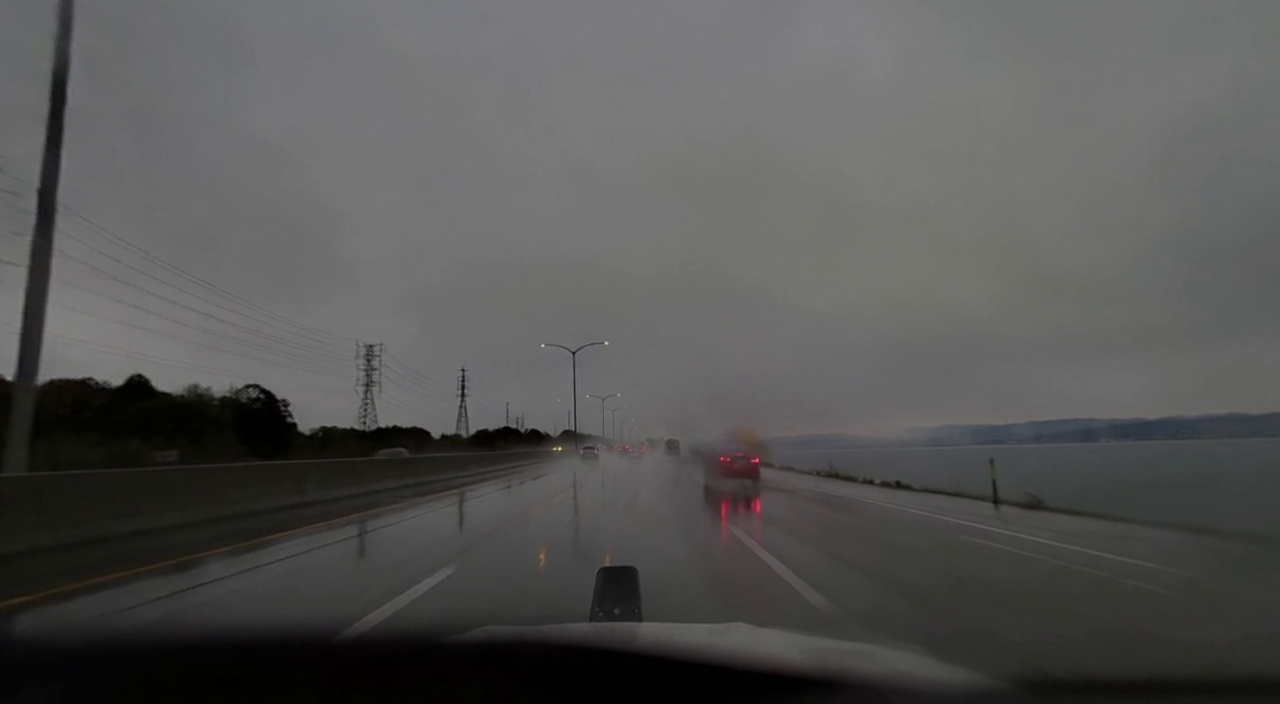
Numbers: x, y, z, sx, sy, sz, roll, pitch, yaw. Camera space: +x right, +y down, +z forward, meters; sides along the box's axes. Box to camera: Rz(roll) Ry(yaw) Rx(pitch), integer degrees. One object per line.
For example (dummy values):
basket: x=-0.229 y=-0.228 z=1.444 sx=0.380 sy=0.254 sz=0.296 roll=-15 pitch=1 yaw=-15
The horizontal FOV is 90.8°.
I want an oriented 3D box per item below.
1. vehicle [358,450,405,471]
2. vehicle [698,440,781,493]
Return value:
vehicle: x=-19.277 y=8.064 z=47.309 sx=1.755 sy=1.447 sz=4.176 roll=0 pitch=-9 yaw=0
vehicle: x=3.085 y=3.647 z=20.536 sx=1.890 sy=1.490 sz=4.373 roll=0 pitch=-9 yaw=-2
